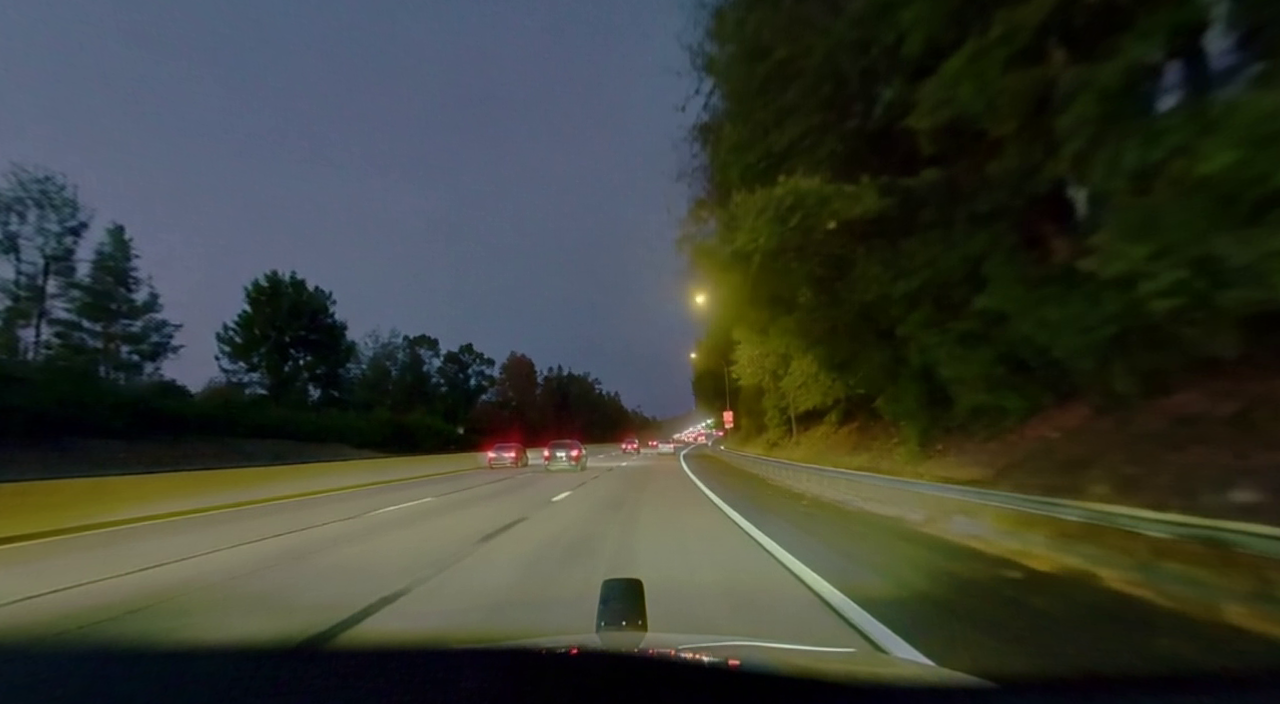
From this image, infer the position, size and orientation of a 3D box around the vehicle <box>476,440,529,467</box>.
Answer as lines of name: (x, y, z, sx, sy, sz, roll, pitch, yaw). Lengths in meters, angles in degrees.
vehicle: (-7.642, 5.687, 35.455, 1.883, 1.411, 4.053, 0, -8, 3)

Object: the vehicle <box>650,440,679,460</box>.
vehicle: (1.929, 7.610, 49.224, 2.113, 1.464, 4.073, -1, -8, 4)

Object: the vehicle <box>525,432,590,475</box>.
vehicle: (-3.519, 4.442, 27.841, 2.071, 1.716, 4.363, 0, -8, 3)
